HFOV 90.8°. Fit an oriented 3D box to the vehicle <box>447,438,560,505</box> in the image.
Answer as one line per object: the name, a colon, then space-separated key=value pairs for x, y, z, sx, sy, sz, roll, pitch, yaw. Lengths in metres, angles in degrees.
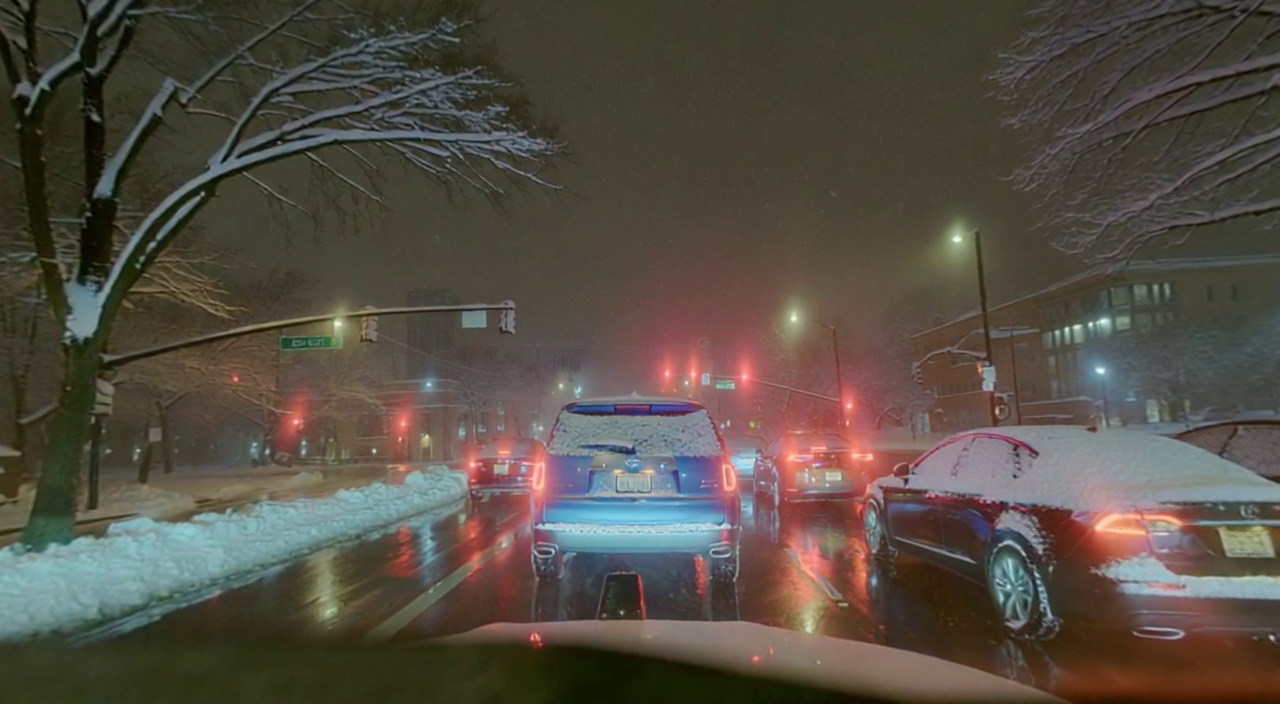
vehicle: x=-3.306 y=2.980 z=16.209 sx=1.913 sy=1.464 sz=4.276 roll=0 pitch=-8 yaw=0

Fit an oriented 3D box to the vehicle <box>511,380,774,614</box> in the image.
vehicle: x=-0.030 y=1.457 z=7.264 sx=2.038 sy=1.819 sz=4.505 roll=0 pitch=-8 yaw=-1

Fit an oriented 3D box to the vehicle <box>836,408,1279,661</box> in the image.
vehicle: x=3.646 y=1.413 z=6.077 sx=1.995 sy=1.483 sz=4.533 roll=0 pitch=-8 yaw=-1
